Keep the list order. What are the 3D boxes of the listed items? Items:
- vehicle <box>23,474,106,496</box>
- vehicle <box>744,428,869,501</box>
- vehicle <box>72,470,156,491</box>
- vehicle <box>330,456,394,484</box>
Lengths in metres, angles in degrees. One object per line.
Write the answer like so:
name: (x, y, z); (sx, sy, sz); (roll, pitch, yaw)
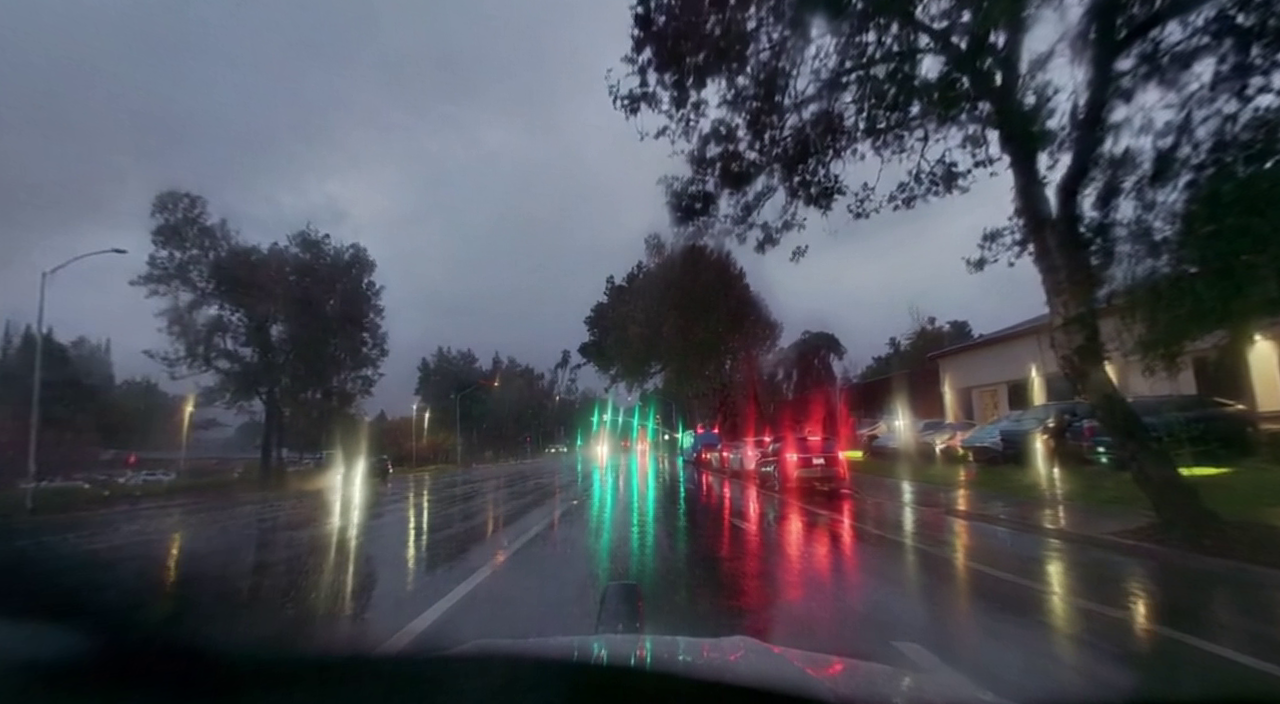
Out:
vehicle: (-42.218, 9.745, 46.415); (4.357, 1.435, 1.816); (0, -9, 2)
vehicle: (4.430, 3.069, 17.715); (2.094, 1.731, 4.763); (0, -8, -1)
vehicle: (-41.383, 10.089, 49.793); (4.609, 1.553, 2.129); (0, -10, -2)
vehicle: (-19.585, 8.316, 44.781); (2.166, 1.804, 4.897); (-1, -8, 3)
